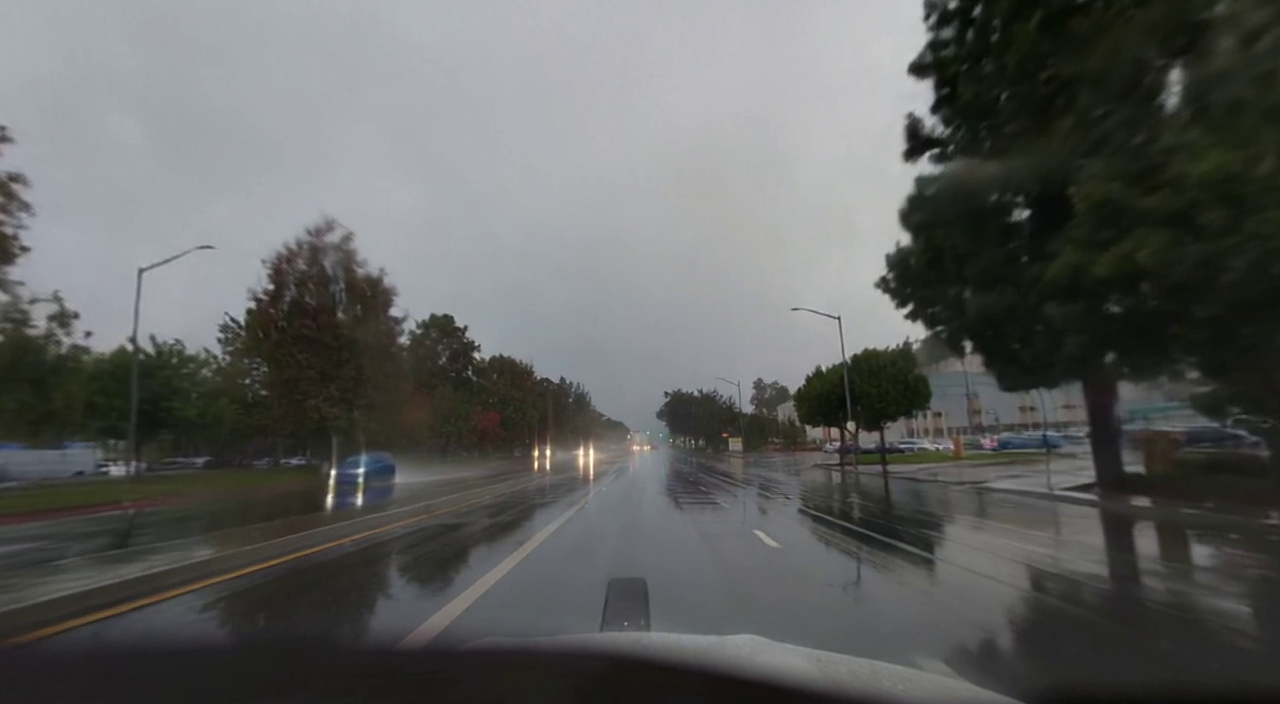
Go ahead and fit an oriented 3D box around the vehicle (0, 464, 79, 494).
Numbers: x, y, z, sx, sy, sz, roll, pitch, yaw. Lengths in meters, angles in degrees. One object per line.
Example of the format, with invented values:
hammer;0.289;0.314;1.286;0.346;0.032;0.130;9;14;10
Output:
vehicle;-41.002;8.399;41.702;5.288;1.786;2.076;2;-9;-15

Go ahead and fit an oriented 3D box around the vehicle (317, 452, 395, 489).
vehicle;-14.831;6.172;33.224;1.983;1.725;4.359;0;-8;1

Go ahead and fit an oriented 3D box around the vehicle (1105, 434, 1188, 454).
vehicle;39.390;7.185;49.122;1.790;1.416;4.627;5;-10;-32
